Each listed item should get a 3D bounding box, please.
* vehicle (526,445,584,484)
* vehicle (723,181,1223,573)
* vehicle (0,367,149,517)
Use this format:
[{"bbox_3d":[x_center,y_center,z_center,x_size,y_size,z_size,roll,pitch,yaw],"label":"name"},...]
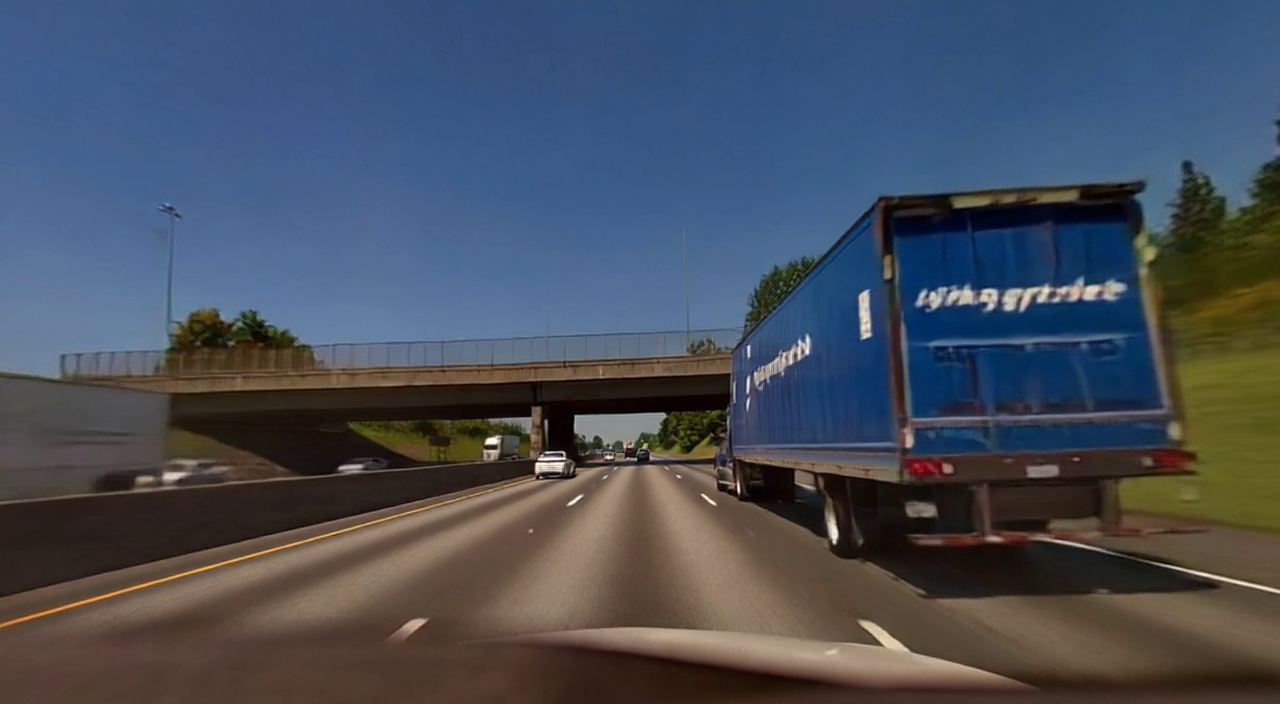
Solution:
[{"bbox_3d":[-3.550,4.790,27.082,1.918,1.510,4.006,0,-9,1],"label":"vehicle"},{"bbox_3d":[4.163,1.240,13.324,3.025,4.005,14.010,0,-9,0],"label":"vehicle"},{"bbox_3d":[-19.084,2.198,15.525,2.947,4.086,13.663,0,-9,0],"label":"vehicle"}]
